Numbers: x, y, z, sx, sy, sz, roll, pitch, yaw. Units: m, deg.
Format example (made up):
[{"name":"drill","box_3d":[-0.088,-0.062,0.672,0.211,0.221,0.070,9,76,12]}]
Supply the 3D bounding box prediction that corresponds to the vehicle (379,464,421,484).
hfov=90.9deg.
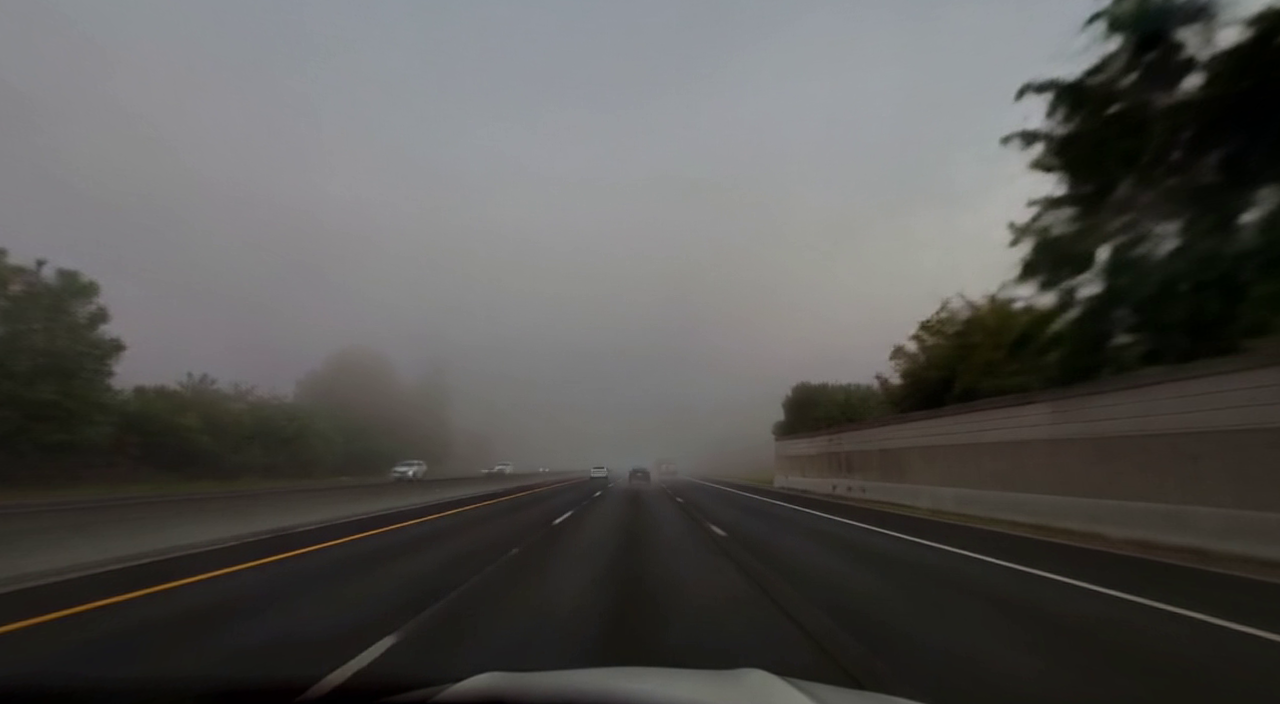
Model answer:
[{"name":"vehicle","box_3d":[-18.864,9.604,49.708,1.716,1.454,3.893,1,-10,1]}]
